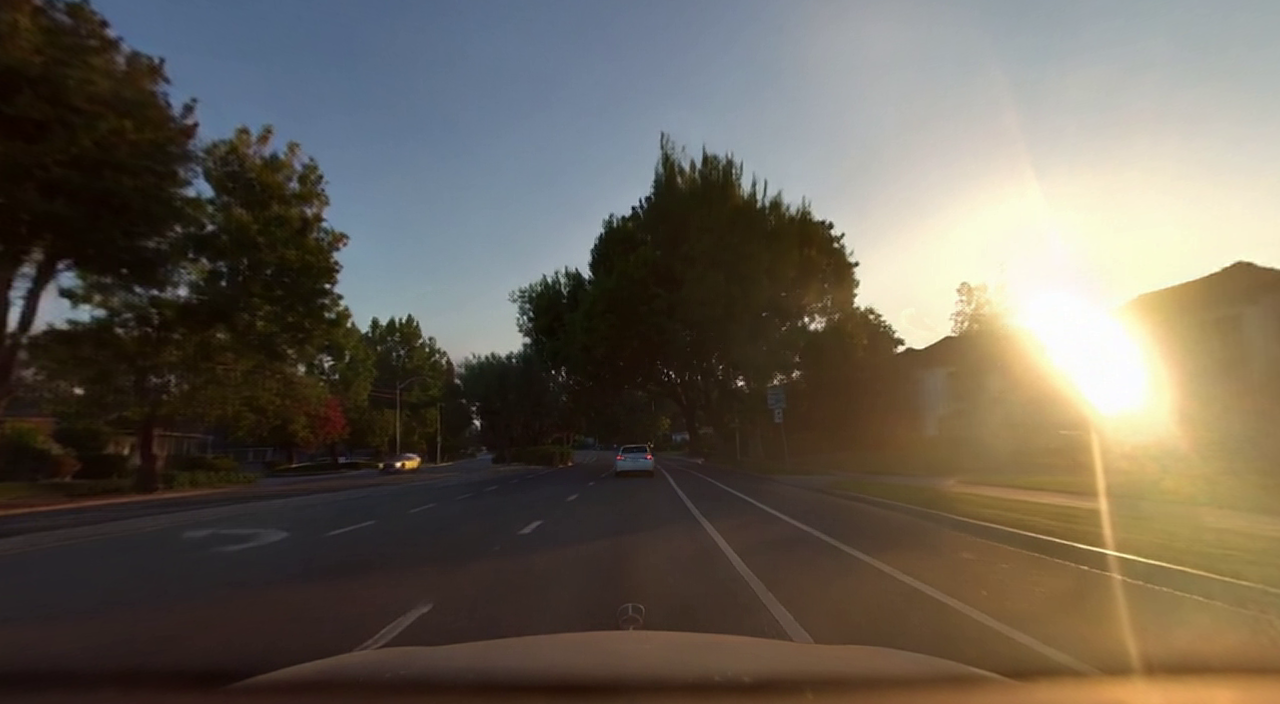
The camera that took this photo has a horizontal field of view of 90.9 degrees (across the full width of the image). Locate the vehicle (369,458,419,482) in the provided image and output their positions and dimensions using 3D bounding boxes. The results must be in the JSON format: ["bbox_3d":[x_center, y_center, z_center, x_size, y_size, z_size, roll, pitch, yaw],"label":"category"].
[{"bbox_3d":[-17.220,8.255,44.327,1.824,1.471,4.117,0,-8,0],"label":"vehicle"}]

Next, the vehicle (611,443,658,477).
[{"bbox_3d":[-0.224,4.947,29.082,2.009,1.456,4.003,0,-8,1],"label":"vehicle"}]
